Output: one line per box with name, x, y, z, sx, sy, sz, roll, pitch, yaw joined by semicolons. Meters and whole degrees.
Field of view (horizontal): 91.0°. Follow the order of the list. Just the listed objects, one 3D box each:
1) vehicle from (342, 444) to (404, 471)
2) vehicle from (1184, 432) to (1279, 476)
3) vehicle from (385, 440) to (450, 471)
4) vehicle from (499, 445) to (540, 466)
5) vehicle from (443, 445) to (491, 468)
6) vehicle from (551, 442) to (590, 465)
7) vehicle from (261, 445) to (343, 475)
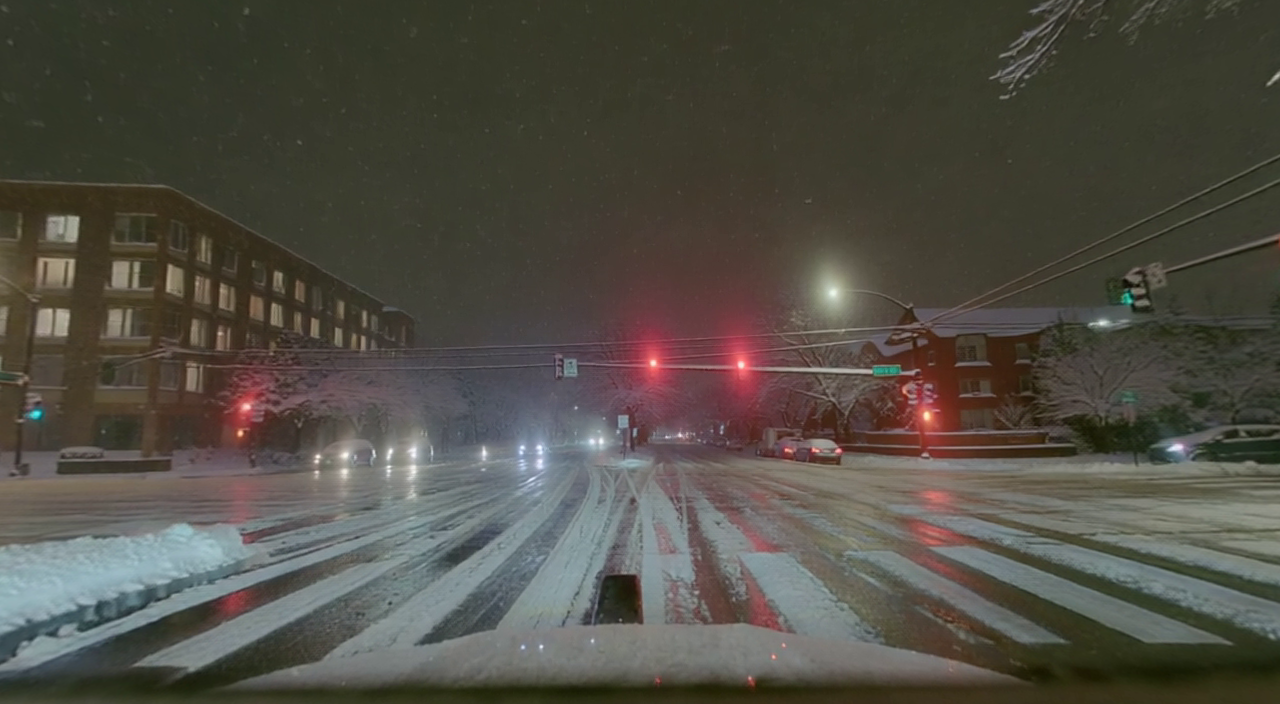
vehicle;-18.550;7.342;43.986;2.237;1.801;4.541;0;-9;1
vehicle;22.322;3.577;22.237;4.474;1.477;1.908;0;-9;-3
vehicle;-15.137;7.041;43.163;2.340;1.946;5.450;0;-9;2
vehicle;-8.098;7.000;42.610;1.910;1.321;3.692;0;-9;1
vehicle;-11.642;7.051;42.712;1.911;1.476;4.297;-1;-9;2
vehicle;-4.527;6.708;41.681;1.954;1.431;4.050;-1;-9;2
vehicle;-22.037;7.035;41.312;2.032;1.839;4.884;-2;-9;10
